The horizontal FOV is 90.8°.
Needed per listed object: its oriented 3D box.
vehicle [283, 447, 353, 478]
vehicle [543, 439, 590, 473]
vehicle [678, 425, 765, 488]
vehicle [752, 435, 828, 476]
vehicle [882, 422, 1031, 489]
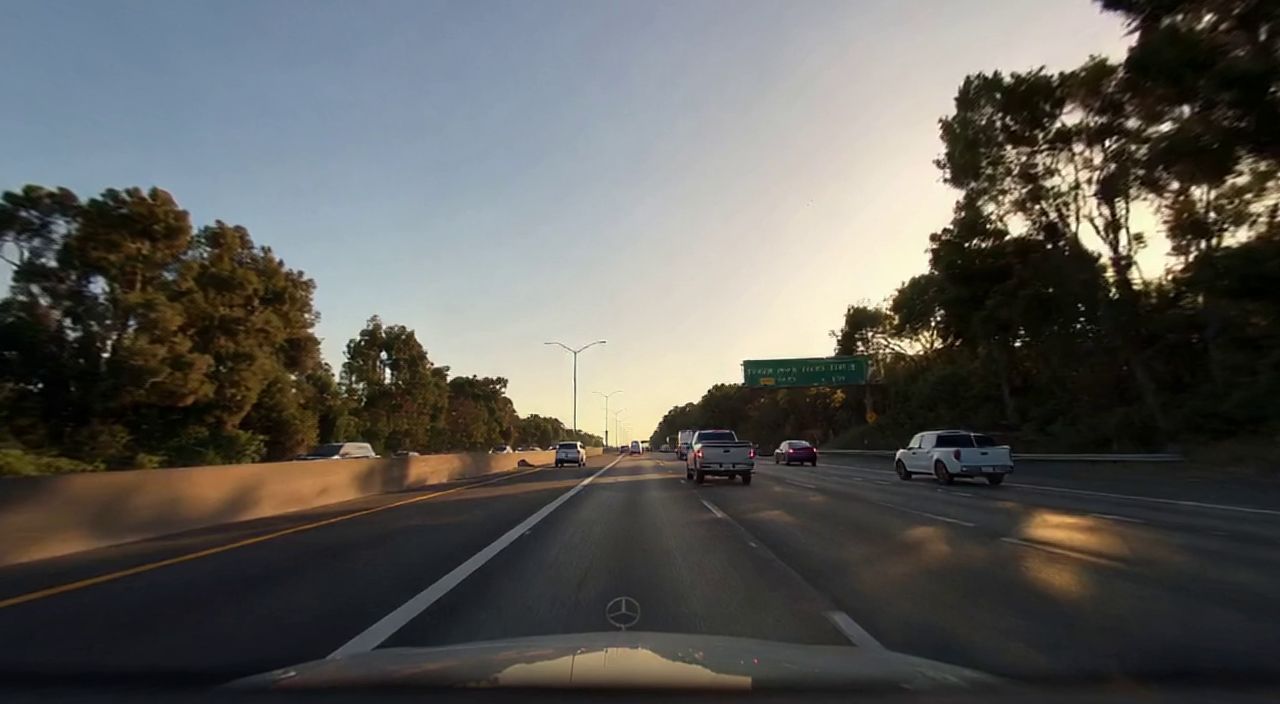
[{"bbox_3d":[-15.562,5.345,30.727,1.642,1.358,3.384,-1,-8,-1],"label":"vehicle"},{"bbox_3d":[-3.813,5.476,33.441,1.992,1.651,4.185,0,-8,0],"label":"vehicle"},{"bbox_3d":[2.639,3.584,21.938,2.200,1.870,5.649,0,-8,-1],"label":"vehicle"},{"bbox_3d":[6.552,4.566,28.161,2.105,1.655,4.652,0,-8,-1],"label":"vehicle"},{"bbox_3d":[9.954,3.299,20.476,2.046,1.873,5.131,0,-8,-1],"label":"vehicle"}]
